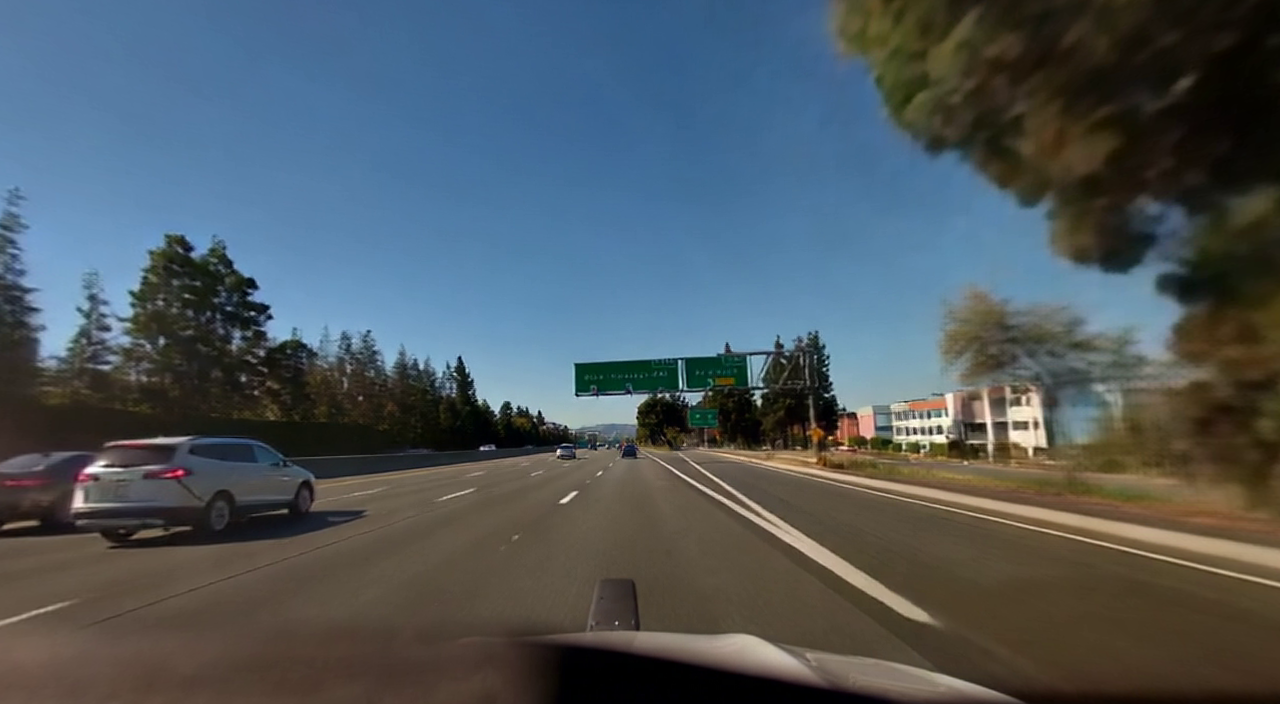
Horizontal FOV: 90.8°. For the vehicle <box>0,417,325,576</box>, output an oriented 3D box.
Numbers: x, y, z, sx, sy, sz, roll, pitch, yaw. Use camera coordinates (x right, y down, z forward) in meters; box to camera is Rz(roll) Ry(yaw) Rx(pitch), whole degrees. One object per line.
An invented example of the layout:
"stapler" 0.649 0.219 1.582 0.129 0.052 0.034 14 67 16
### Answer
"vehicle" -6.689 1.843 8.894 2.016 1.606 4.806 0 -9 0
